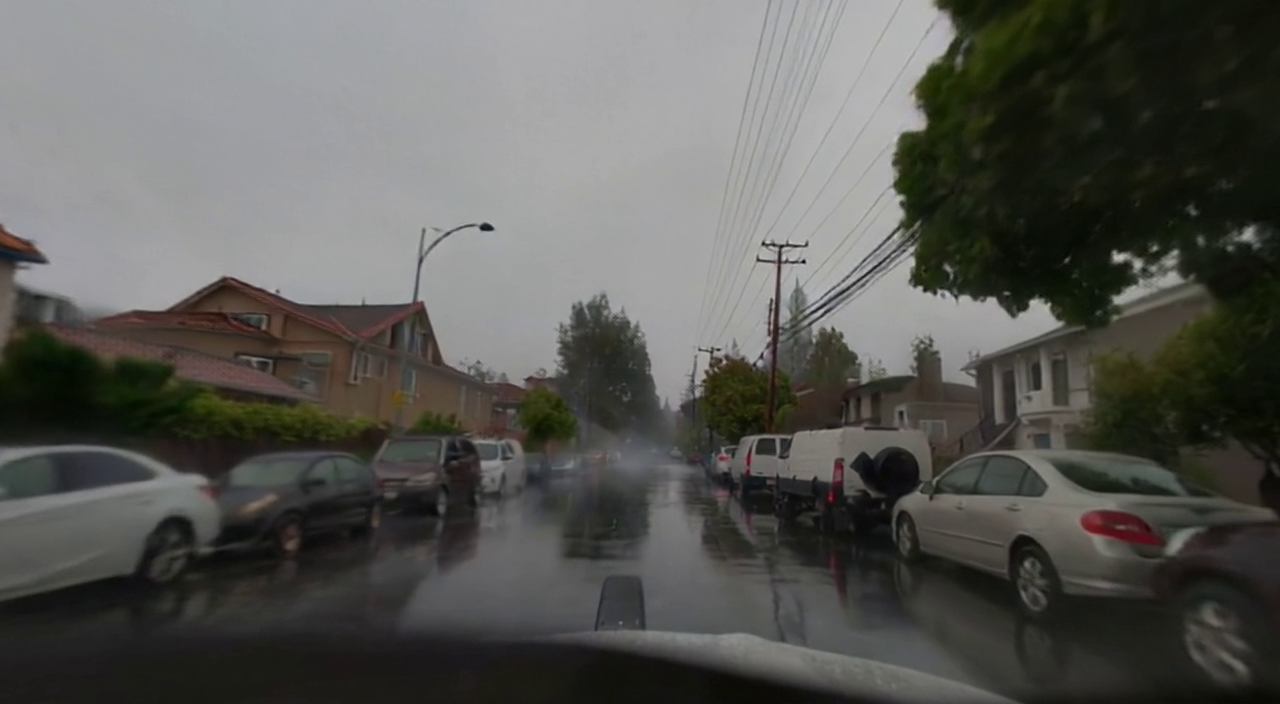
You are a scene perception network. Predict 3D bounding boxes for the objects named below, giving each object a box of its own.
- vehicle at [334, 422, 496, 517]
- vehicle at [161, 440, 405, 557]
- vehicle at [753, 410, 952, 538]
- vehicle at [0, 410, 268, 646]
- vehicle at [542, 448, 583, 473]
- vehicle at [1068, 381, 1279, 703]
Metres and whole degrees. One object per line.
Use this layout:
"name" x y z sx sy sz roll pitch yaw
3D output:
"vehicle" -5.139 2.743 15.306 2.034 1.923 4.713 -1 -8 2
"vehicle" -5.351 2.190 10.129 1.745 1.502 3.648 0 -8 0
"vehicle" 3.968 2.398 13.079 2.237 2.071 5.332 0 -8 0
"vehicle" -5.539 1.397 5.412 1.909 1.675 4.442 0 -8 1
"vehicle" -4.677 6.593 38.579 1.958 1.359 4.357 0 -8 0
"vehicle" 4.312 0.932 2.213 2.055 1.763 5.134 5 -10 0
